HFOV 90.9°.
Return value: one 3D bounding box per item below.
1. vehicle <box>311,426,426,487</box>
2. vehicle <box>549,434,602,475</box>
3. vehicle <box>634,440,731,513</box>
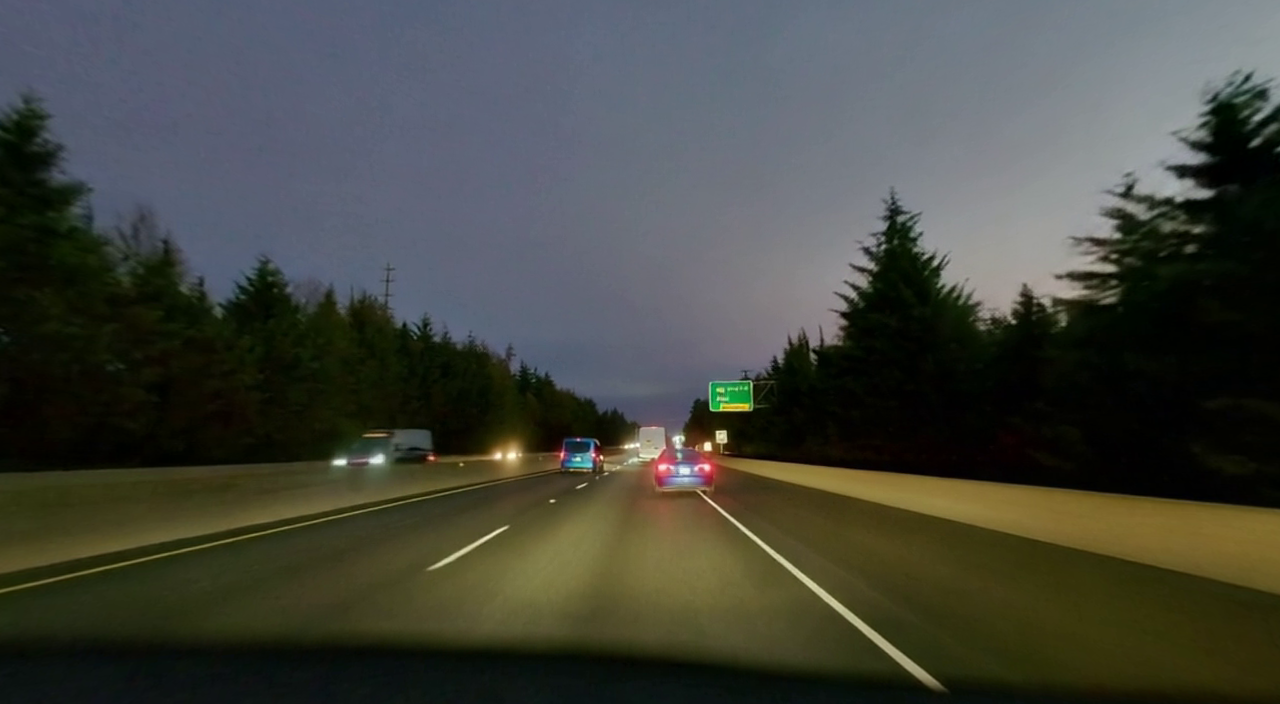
[{"bbox_3d":[-12.242,4.791,29.135,2.277,2.448,6.533,0,-9,1],"label":"vehicle"},{"bbox_3d":[-3.422,5.579,34.453,2.217,2.033,4.975,0,-9,2],"label":"vehicle"},{"bbox_3d":[0.873,2.853,14.901,2.012,1.485,3.649,0,-9,0],"label":"vehicle"}]
